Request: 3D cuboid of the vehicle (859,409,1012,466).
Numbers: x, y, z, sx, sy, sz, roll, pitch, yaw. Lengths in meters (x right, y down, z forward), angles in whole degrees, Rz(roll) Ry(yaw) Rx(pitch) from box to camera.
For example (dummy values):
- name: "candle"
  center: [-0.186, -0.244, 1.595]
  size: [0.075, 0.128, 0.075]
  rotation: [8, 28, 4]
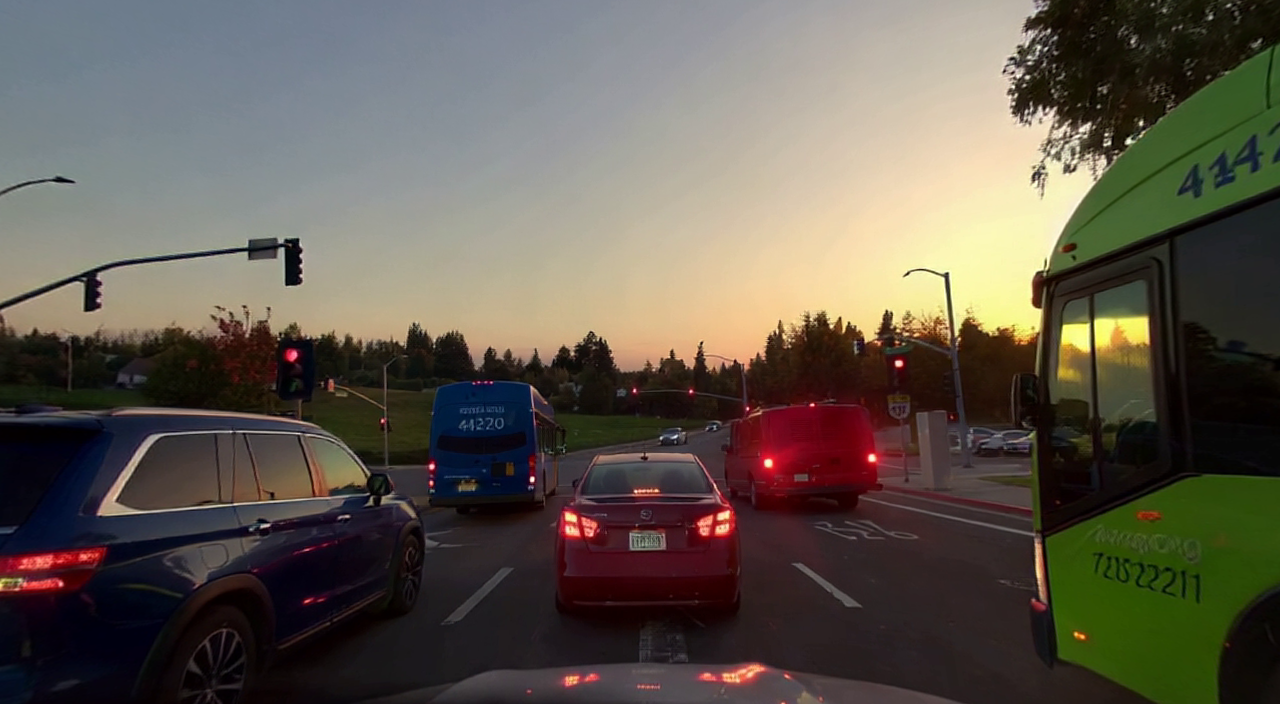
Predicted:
- name: "vehicle"
  center: [17.579, 5.139, 37.918]
  size: [7.839, 3.213, 2.628]
  rotation: [0, -8, -3]

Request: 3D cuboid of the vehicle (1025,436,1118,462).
- name: "vehicle"
  center: [25.886, 5.823, 37.990]
  size: [4.229, 1.489, 1.794]
  rotation: [0, -8, -1]

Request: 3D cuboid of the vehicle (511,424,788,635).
- name: "vehicle"
  center: [0.060, 1.546, 6.411]
  size: [1.976, 1.485, 3.624]
  rotation: [0, -8, 0]

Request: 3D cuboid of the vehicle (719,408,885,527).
- name: "vehicle"
  center: [3.137, 2.402, 13.664]
  size: [2.143, 2.036, 5.367]
  rotation: [0, -8, 0]

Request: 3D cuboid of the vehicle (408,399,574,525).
- name: "vehicle"
  center: [-2.941, 2.351, 13.951]
  size: [2.335, 2.221, 5.165]
  rotation: [0, -8, 1]

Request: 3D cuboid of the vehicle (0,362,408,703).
- name: "vehicle"
  center: [-3.407, 1.180, 4.621]
  size: [1.921, 1.701, 3.989]
  rotation: [0, -8, -1]
